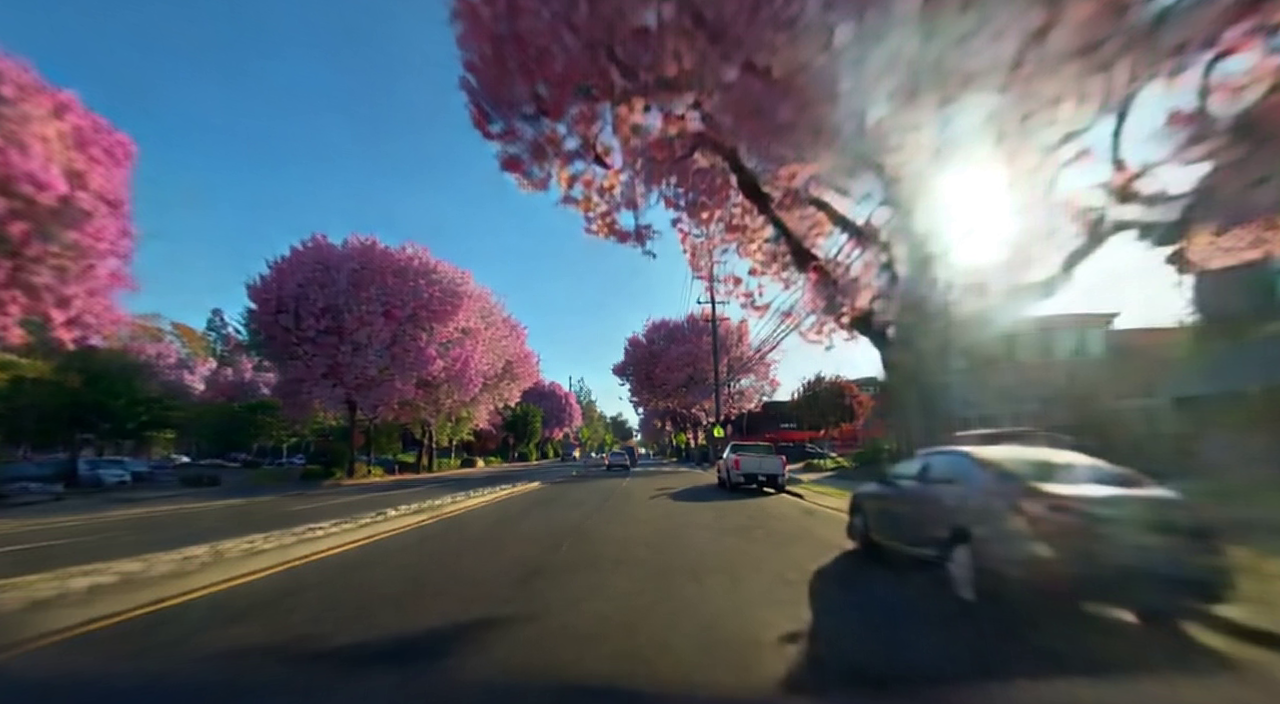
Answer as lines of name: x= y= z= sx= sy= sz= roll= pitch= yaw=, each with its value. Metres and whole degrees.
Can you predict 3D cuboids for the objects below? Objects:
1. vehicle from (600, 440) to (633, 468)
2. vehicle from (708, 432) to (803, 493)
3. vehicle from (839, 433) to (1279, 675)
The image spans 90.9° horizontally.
vehicle: x=-1.686 y=7.621 z=47.106 sx=2.202 sy=1.961 sz=4.980 roll=0 pitch=-9 yaw=0
vehicle: x=3.950 y=3.912 z=22.729 sx=2.280 sy=1.904 sz=5.779 roll=0 pitch=-9 yaw=-1
vehicle: x=3.699 y=1.585 z=6.166 sx=2.042 sy=1.465 sz=4.455 roll=0 pitch=-9 yaw=0
